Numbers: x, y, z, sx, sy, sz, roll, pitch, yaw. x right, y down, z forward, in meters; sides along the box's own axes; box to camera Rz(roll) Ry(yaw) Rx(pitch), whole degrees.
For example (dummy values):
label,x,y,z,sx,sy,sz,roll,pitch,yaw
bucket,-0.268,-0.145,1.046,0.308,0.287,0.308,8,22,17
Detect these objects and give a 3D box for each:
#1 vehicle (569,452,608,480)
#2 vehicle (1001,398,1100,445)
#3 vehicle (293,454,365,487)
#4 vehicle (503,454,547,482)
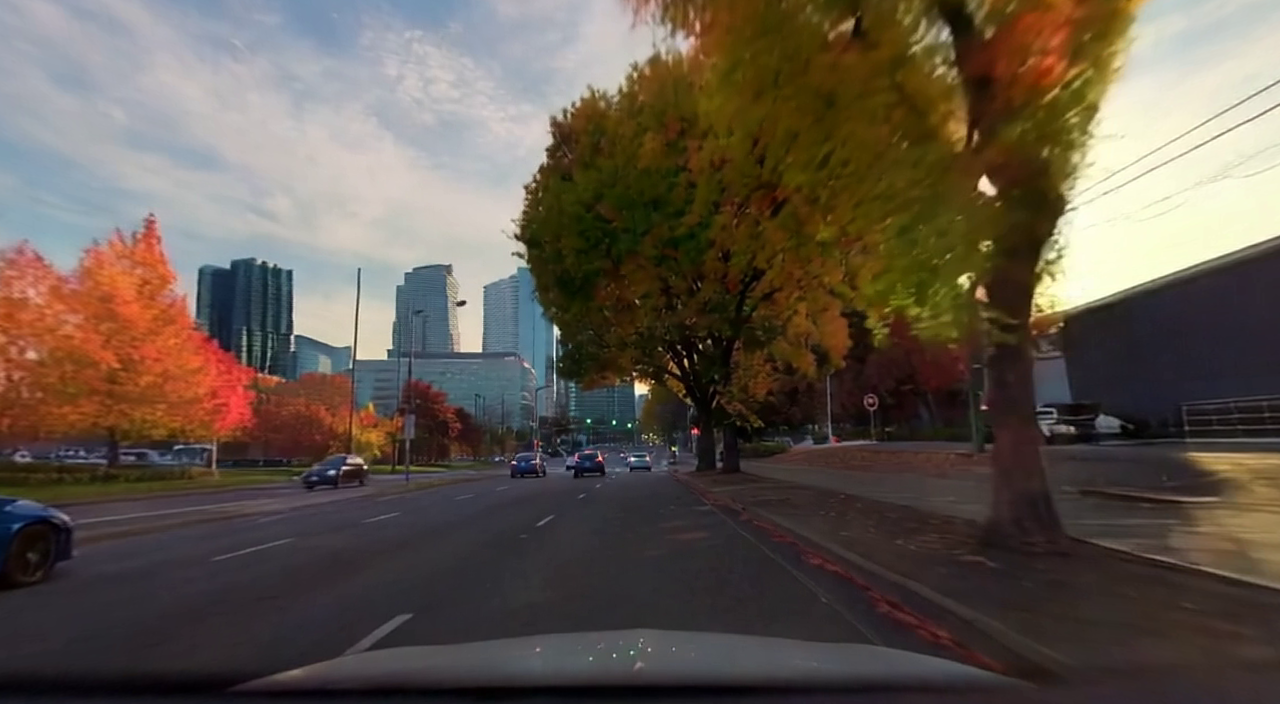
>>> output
label,x,y,z,sx,sy,sz,roll,pitch,yaw
vehicle,-3.352,7.521,41.910,2.085,1.663,4.513,0,-9,2
vehicle,24.731,4.329,38.290,2.347,2.576,5.846,0,-9,5
vehicle,-21.155,8.071,43.098,2.077,2.020,4.964,0,-9,4
vehicle,-7.247,7.345,40.155,1.932,1.596,4.247,0,-9,1
